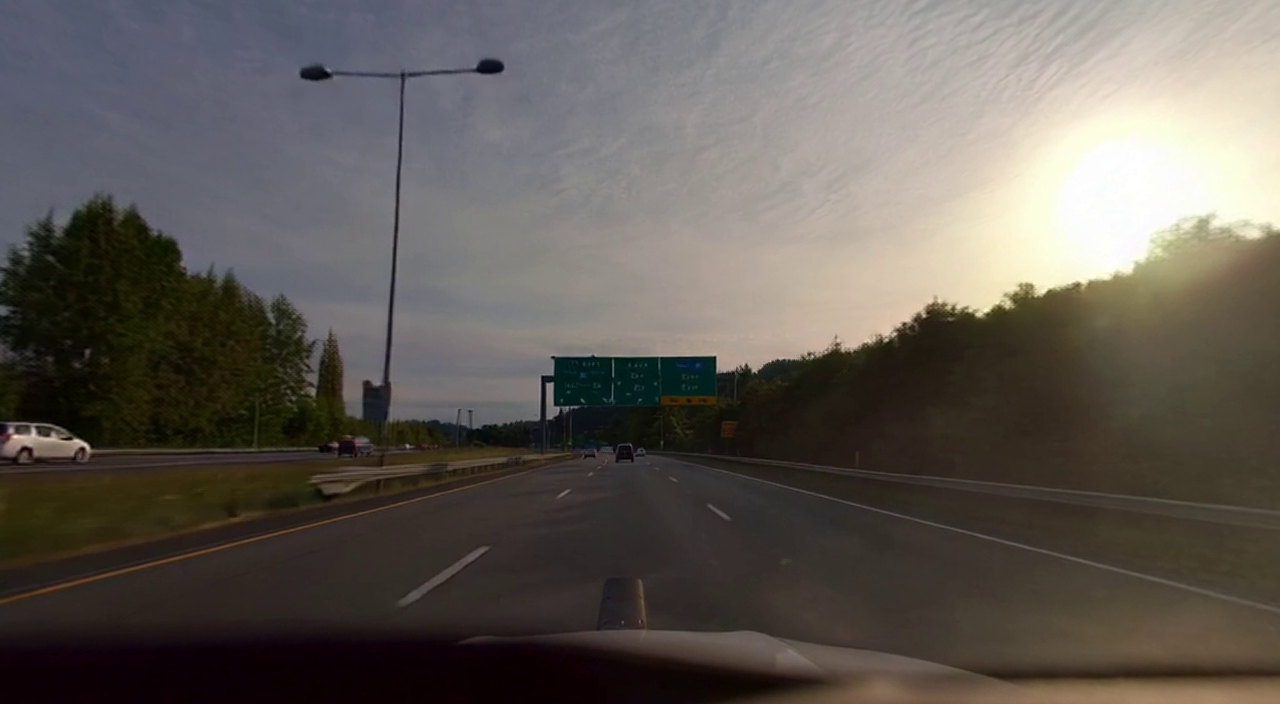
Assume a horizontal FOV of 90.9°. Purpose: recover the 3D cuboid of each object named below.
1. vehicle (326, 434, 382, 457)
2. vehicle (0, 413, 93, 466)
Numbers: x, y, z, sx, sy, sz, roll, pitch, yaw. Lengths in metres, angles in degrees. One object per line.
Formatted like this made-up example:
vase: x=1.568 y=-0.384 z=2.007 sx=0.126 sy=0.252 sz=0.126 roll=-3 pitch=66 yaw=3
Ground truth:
vehicle: x=-19.708 y=6.478 z=43.558 sx=1.901 sy=1.465 sz=4.173 roll=0 pitch=-9 yaw=0
vehicle: x=-19.181 y=2.669 z=19.114 sx=1.879 sy=1.492 sz=3.607 roll=0 pitch=-9 yaw=-1
